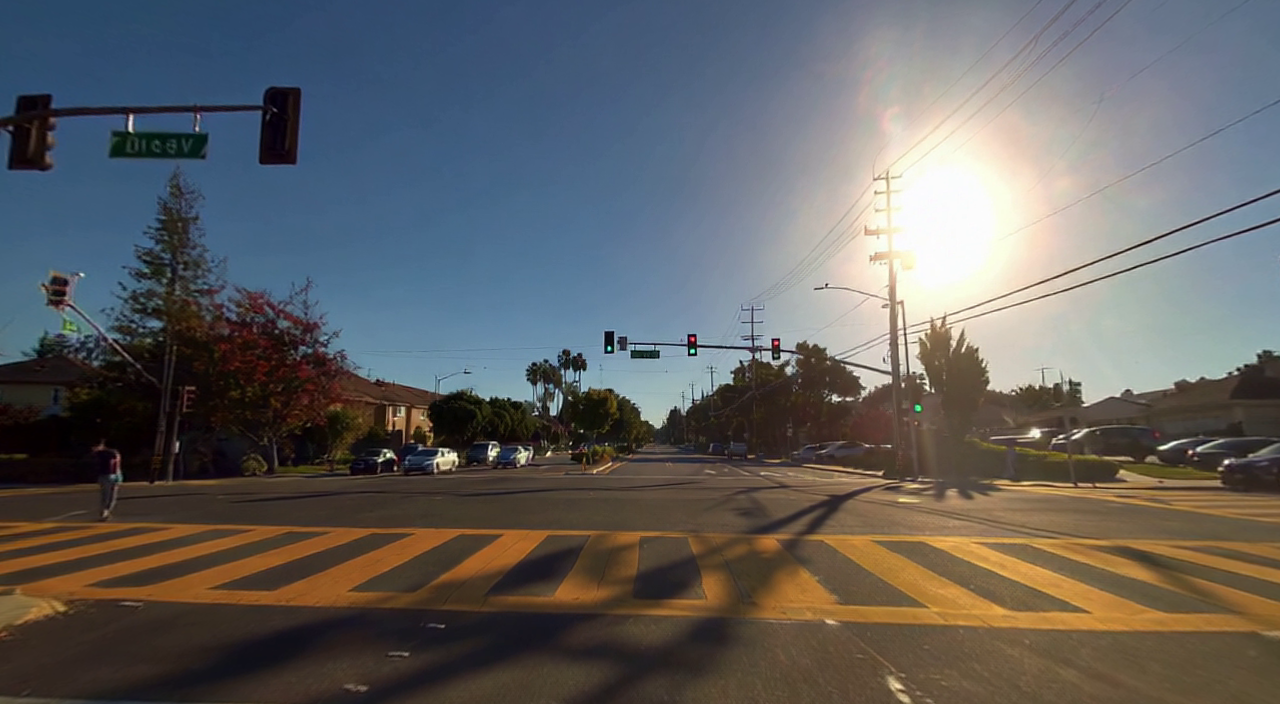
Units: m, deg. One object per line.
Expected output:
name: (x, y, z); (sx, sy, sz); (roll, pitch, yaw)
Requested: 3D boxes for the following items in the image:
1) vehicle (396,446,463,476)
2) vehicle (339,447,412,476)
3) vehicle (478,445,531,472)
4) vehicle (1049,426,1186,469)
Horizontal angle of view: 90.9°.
vehicle: (-10.991, 5.680, 33.219); (2.007, 1.451, 4.242); (0, -8, 1)
vehicle: (-14.618, 6.050, 35.115); (2.035, 1.470, 4.677); (0, -8, 0)
vehicle: (-7.686, 6.040, 36.086); (1.958, 1.415, 4.312); (0, -8, 2)
vehicle: (25.261, 5.105, 33.675); (2.177, 2.086, 5.514); (2, -9, -14)
